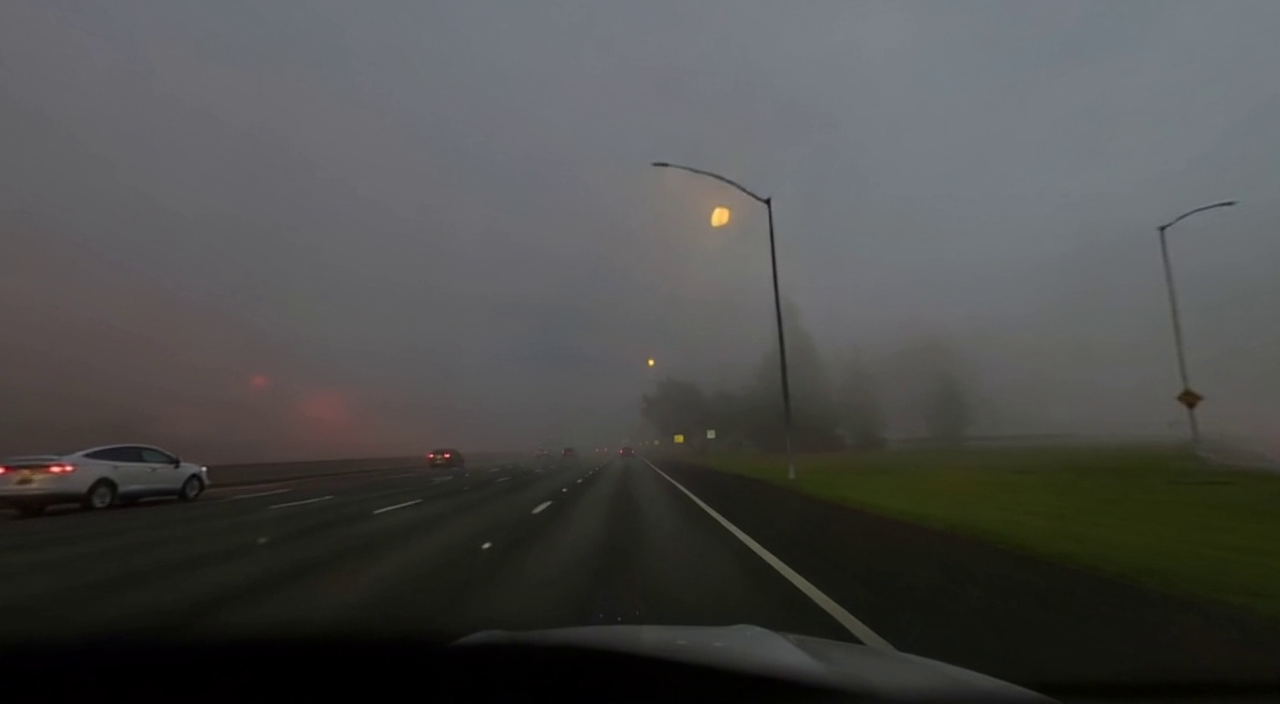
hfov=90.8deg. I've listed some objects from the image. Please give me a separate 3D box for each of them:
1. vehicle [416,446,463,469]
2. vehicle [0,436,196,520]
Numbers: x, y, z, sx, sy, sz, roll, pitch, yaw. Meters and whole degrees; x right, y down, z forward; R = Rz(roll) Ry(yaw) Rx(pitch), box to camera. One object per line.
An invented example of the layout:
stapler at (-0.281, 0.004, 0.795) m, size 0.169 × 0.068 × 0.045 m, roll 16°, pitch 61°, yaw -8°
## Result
vehicle at (-14.828, 7.818, 47.015) m, size 2.057 × 1.619 × 4.443 m, roll 0°, pitch -9°, yaw 0°
vehicle at (-14.257, 3.085, 16.145) m, size 2.049 × 1.792 × 5.177 m, roll 0°, pitch -9°, yaw -1°
